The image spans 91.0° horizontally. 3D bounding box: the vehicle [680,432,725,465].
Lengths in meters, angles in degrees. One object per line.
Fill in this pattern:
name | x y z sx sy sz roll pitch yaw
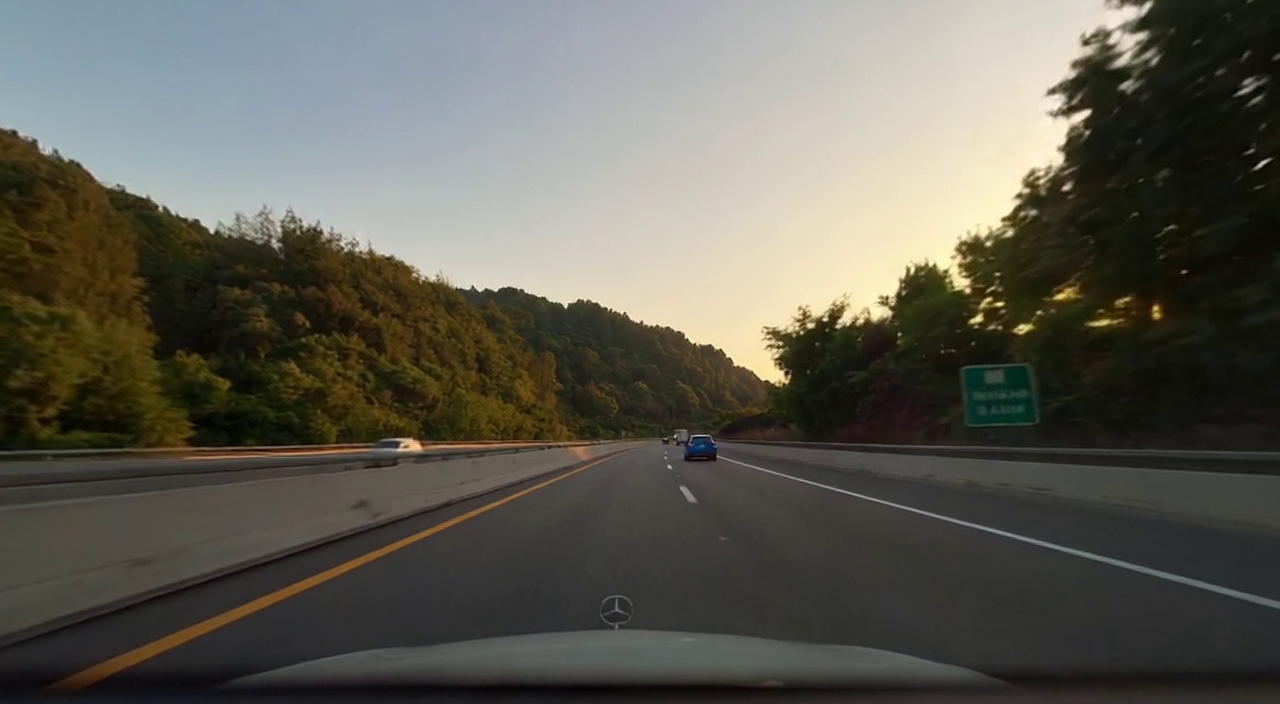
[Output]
vehicle | 3.325 5.270 34.396 2.022 1.663 4.245 0 -8 0
